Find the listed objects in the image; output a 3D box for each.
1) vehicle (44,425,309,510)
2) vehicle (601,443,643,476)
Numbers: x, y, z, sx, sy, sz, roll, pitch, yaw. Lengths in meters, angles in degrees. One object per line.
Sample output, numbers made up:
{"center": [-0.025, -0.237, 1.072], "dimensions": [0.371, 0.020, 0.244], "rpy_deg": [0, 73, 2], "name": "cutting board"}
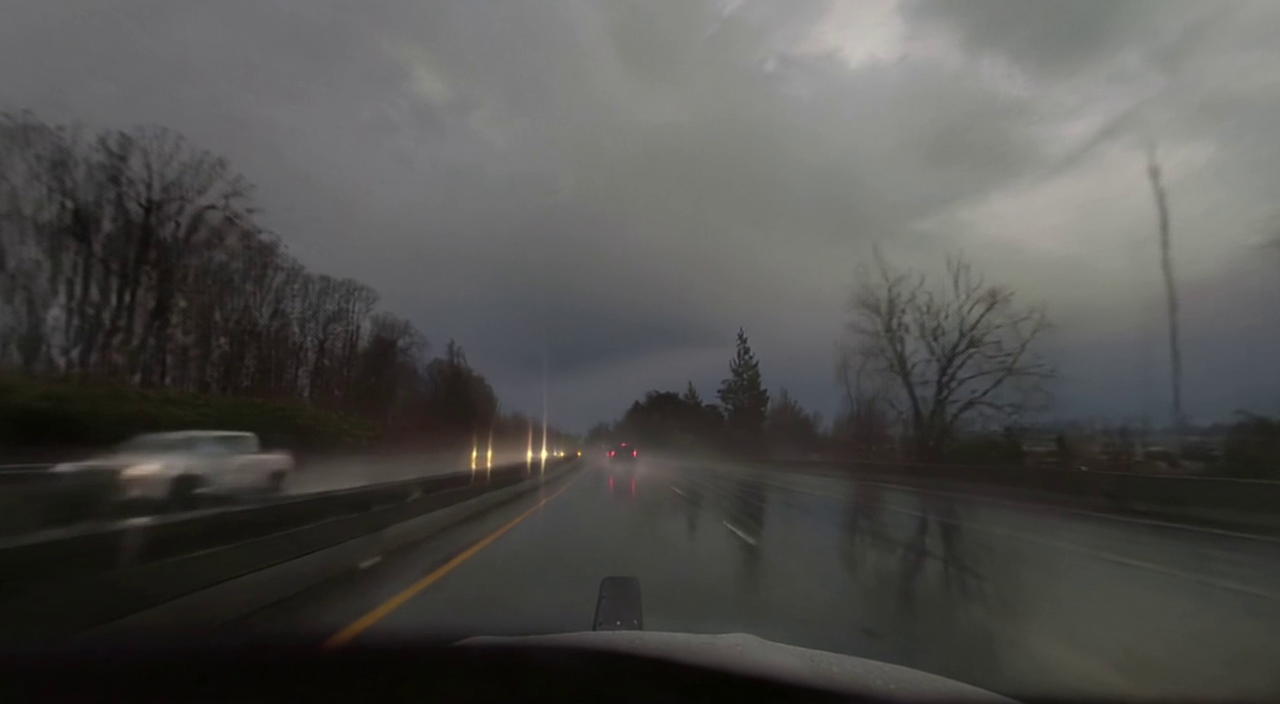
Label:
{"center": [-9.779, 2.485, 13.979], "dimensions": [2.128, 1.510, 5.066], "rpy_deg": [0, -9, -1], "name": "vehicle"}
{"center": [-1.017, 5.974, 34.996], "dimensions": [2.151, 1.693, 4.201], "rpy_deg": [0, -9, -2], "name": "vehicle"}
